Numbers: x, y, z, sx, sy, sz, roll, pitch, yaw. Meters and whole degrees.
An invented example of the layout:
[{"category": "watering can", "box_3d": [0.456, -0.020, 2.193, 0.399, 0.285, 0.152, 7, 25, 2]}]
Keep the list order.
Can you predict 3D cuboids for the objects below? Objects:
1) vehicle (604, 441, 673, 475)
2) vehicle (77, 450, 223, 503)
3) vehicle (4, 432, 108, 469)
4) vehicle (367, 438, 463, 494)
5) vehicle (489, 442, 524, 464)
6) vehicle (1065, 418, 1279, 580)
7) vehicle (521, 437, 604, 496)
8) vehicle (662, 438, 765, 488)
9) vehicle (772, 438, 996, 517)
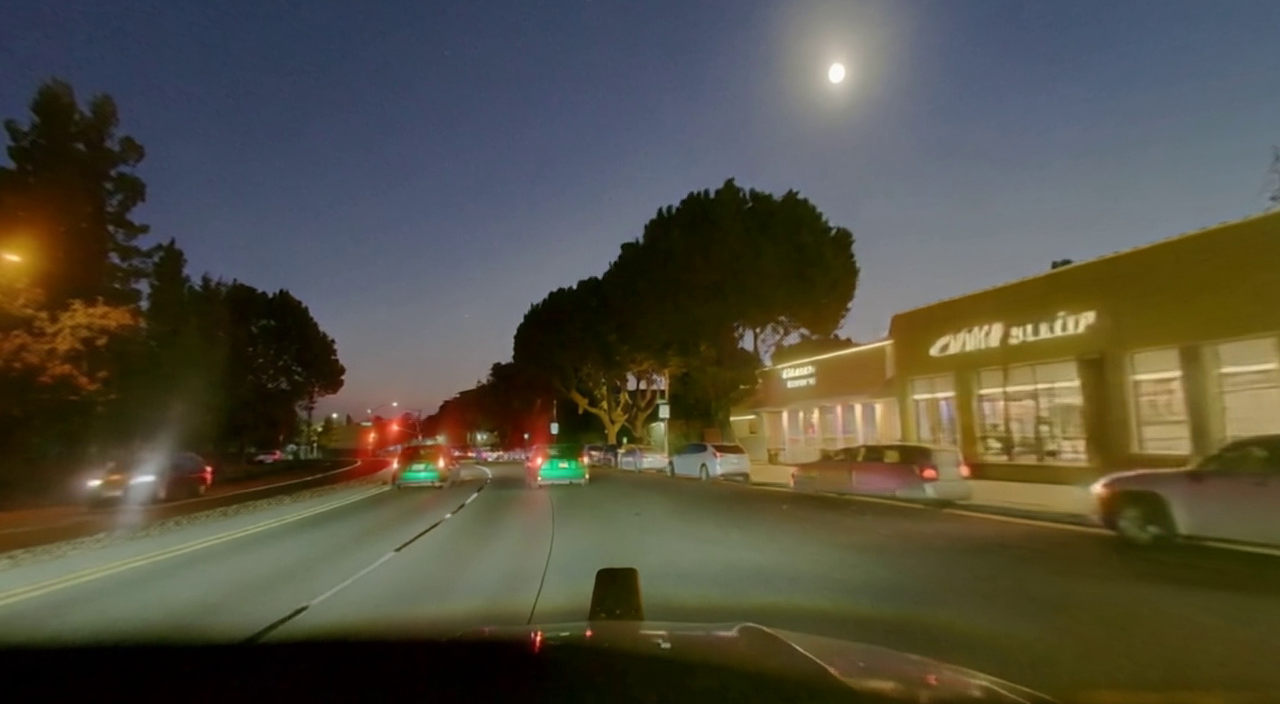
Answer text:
[{"category": "vehicle", "box_3d": [-0.164, 5.024, 30.210, 1.867, 1.489, 4.694, 3, -9, -19]}, {"category": "vehicle", "box_3d": [-15.590, 3.934, 20.376, 2.000, 1.477, 4.346, 2, -9, -13]}, {"category": "vehicle", "box_3d": [-38.528, 6.530, 41.818, 2.430, 2.266, 6.029, 4, -9, -16]}, {"category": "vehicle", "box_3d": [-6.804, 3.445, 19.557, 2.105, 1.477, 4.857, 1, -9, -12]}, {"category": "vehicle", "box_3d": [-9.428, 7.082, 44.235, 1.920, 1.416, 4.310, 2, -9, -18]}, {"category": "vehicle", "box_3d": [7.100, 1.475, 6.493, 1.952, 1.547, 4.091, 2, -9, -16]}, {"category": "vehicle", "box_3d": [-2.392, 3.253, 18.361, 2.001, 1.483, 4.442, 1, -9, -12]}, {"category": "vehicle", "box_3d": [2.435, 3.827, 22.068, 1.905, 1.537, 4.276, 3, -9, -19]}, {"category": "vehicle", "box_3d": [5.185, 2.714, 14.311, 2.038, 1.446, 4.896, 2, -9, -18]}]
